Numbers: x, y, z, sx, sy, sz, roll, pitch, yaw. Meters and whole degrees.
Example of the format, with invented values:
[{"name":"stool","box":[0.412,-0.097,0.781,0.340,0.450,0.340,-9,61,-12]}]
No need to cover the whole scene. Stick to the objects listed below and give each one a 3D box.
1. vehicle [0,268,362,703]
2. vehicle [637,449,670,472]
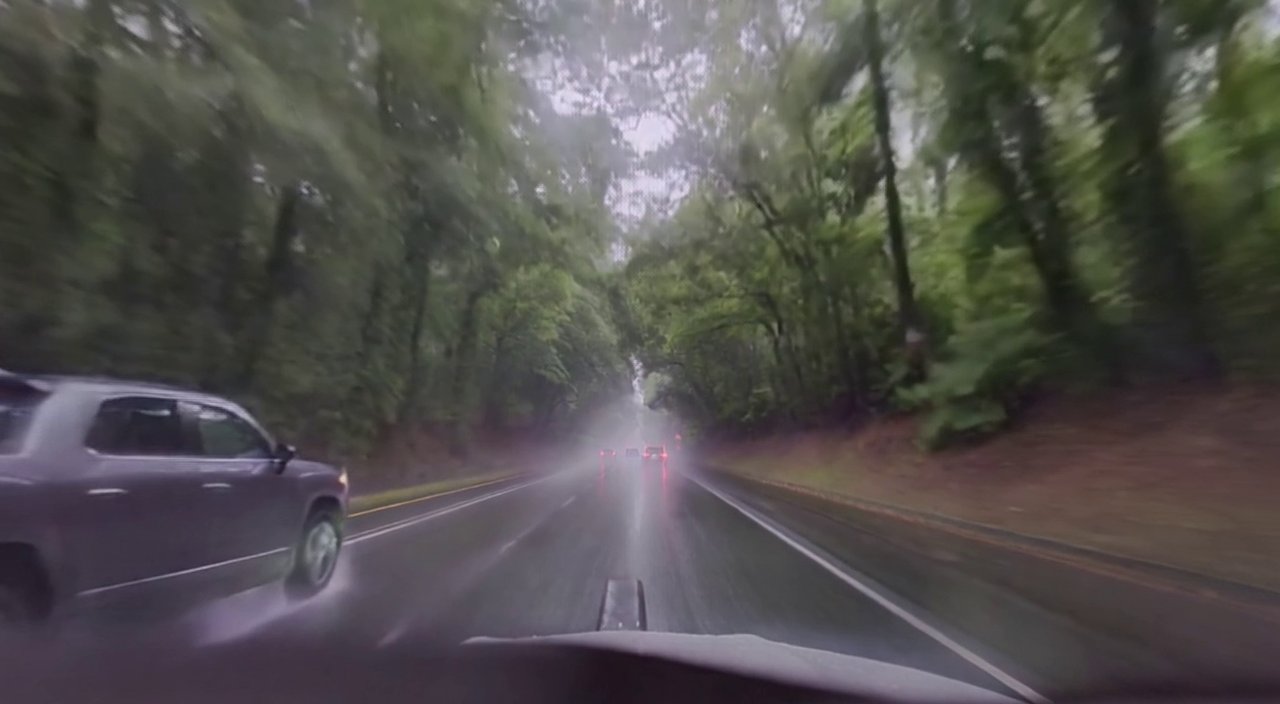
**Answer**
[{"name":"vehicle","box":[-3.724,0.798,3.102,2.418,2.049,4.930,0,-9,0]},{"name":"vehicle","box":[0.861,7.322,42.878,2.046,1.452,4.407,0,-9,-1]}]
